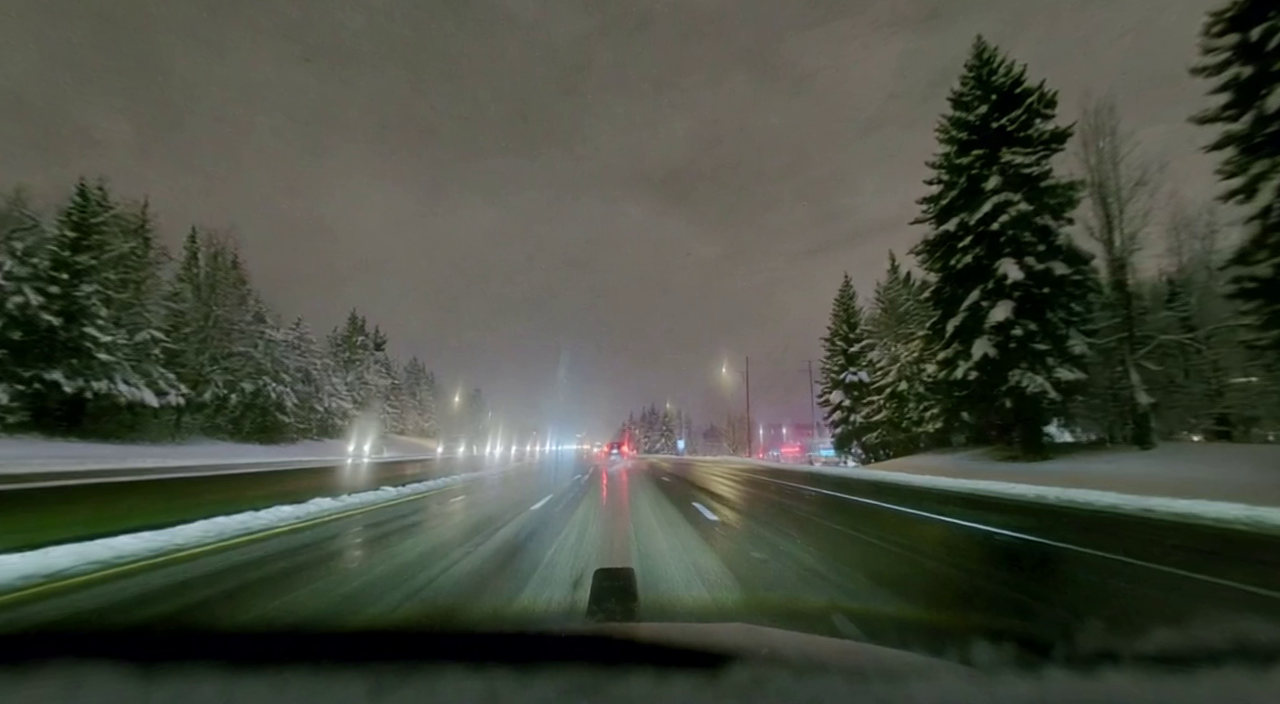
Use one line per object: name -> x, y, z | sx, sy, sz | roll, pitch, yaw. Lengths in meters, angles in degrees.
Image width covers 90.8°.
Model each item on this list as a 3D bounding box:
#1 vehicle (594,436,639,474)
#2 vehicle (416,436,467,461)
vehicle -> -1.277, 5.385, 33.242 | 2.155, 1.856, 4.796 | 0, -9, -3
vehicle -> -13.215, 6.499, 42.394 | 2.126, 1.572, 4.415 | 0, -9, -2
